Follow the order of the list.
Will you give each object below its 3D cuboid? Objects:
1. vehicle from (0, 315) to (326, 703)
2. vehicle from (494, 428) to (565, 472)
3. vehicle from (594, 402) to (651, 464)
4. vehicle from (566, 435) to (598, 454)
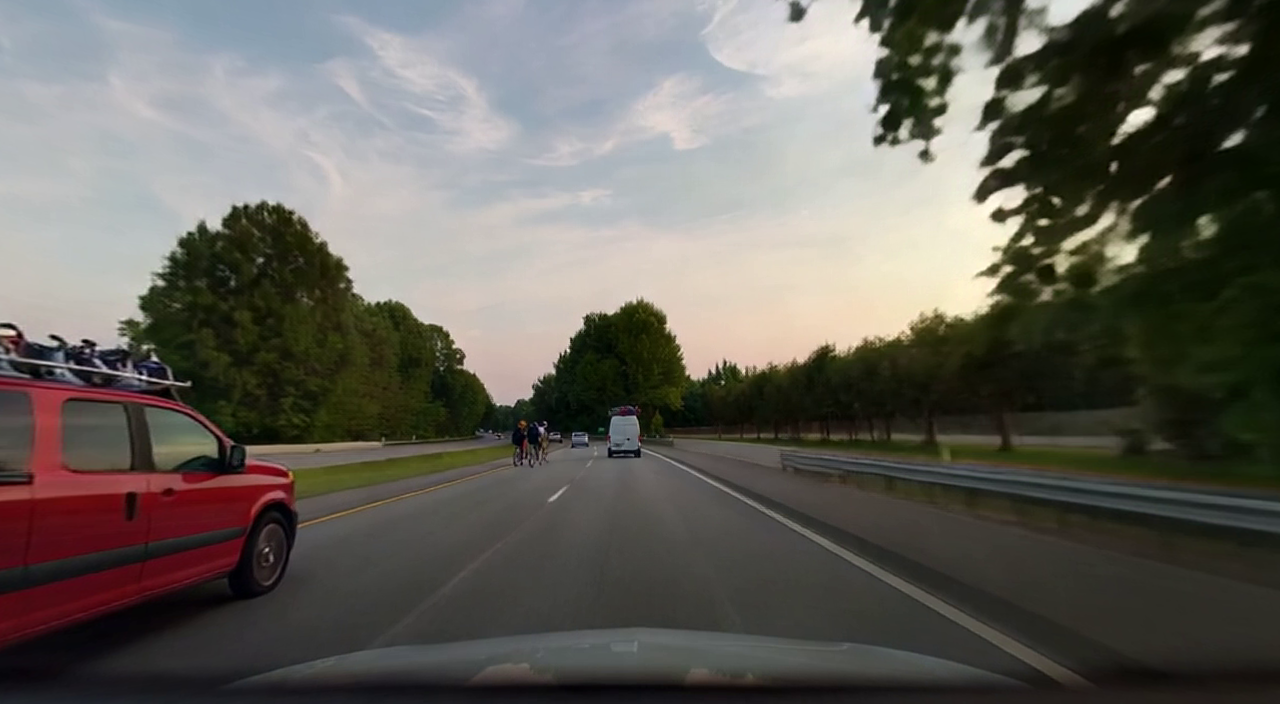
[{"bbox_3d":[-3.690,0.782,2.962,2.069,1.751,4.720,0,-8,-1],"label":"vehicle"},{"bbox_3d":[-4.384,3.959,25.654,2.110,1.636,4.453,0,-8,-1],"label":"vehicle"},{"bbox_3d":[-0.947,4.279,32.886,2.647,2.896,6.480,0,-8,-2],"label":"vehicle"},{"bbox_3d":[-4.516,7.337,49.996,2.251,1.459,4.236,0,-8,-2],"label":"vehicle"}]
